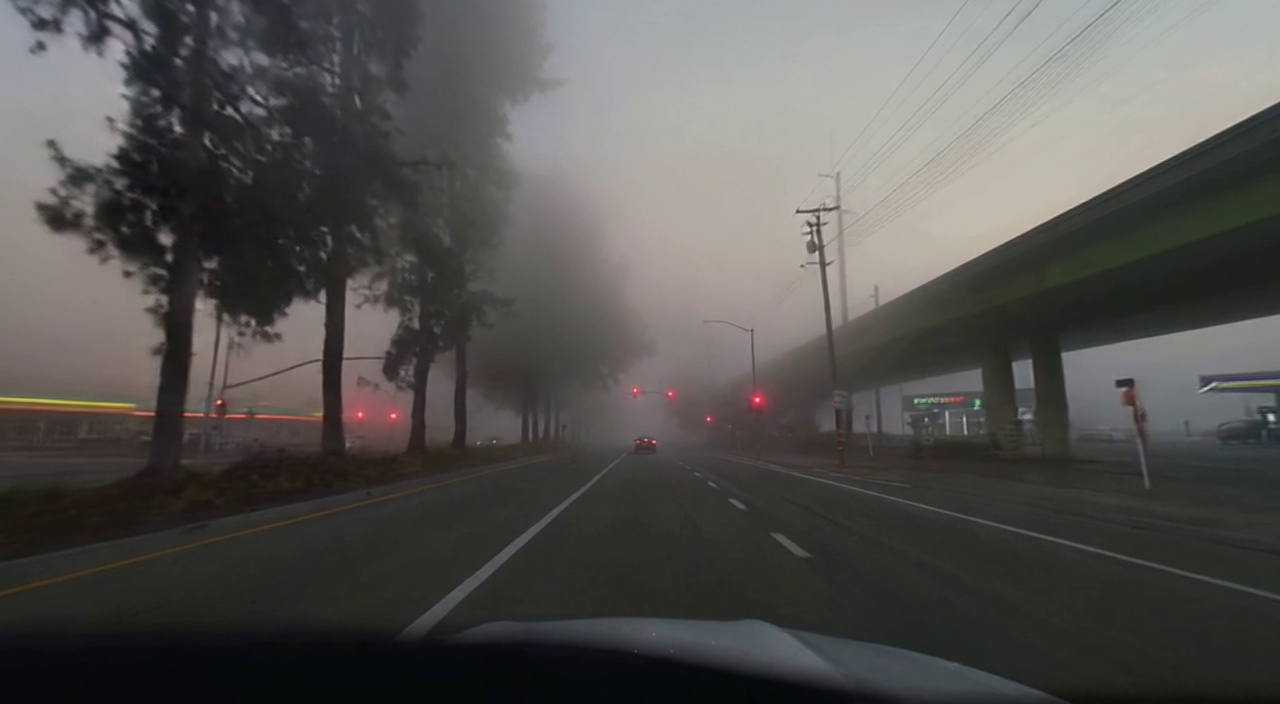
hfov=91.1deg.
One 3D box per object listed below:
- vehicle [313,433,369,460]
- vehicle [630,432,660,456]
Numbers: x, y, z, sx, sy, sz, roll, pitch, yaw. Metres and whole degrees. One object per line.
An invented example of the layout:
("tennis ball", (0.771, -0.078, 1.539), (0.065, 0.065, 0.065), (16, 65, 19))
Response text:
("vehicle", (-23.287, 7.386, 49.089), (2.026, 1.965, 4.674), (0, -8, -1))
("vehicle", (0.355, 6.537, 44.732), (2.074, 1.631, 3.793), (0, -9, 0))
